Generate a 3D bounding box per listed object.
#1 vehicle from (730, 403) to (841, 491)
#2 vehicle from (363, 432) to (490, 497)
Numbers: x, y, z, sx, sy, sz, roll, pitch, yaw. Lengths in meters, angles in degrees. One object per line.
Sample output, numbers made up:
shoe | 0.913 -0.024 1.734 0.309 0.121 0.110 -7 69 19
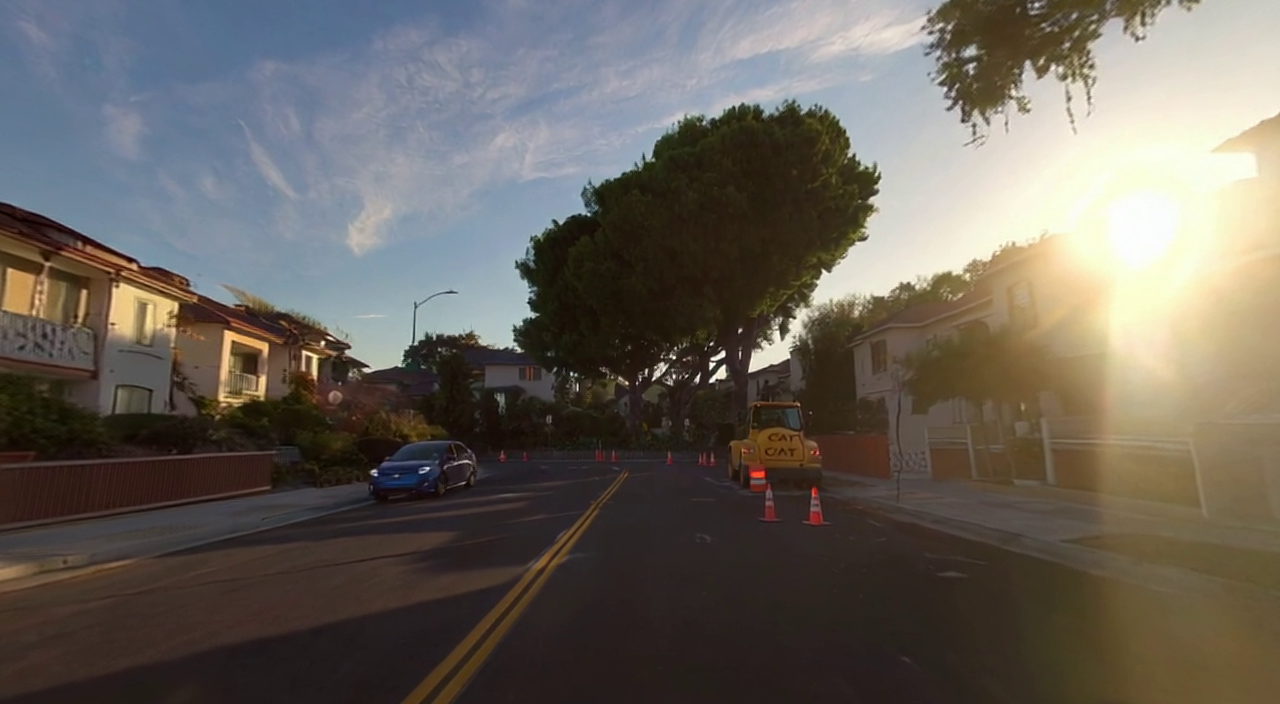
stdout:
vehicle | 4.600 3.097 20.593 2.501 2.613 3.505 1 -9 -5
vehicle | -6.457 3.462 19.828 2.220 1.765 4.799 0 -8 1
